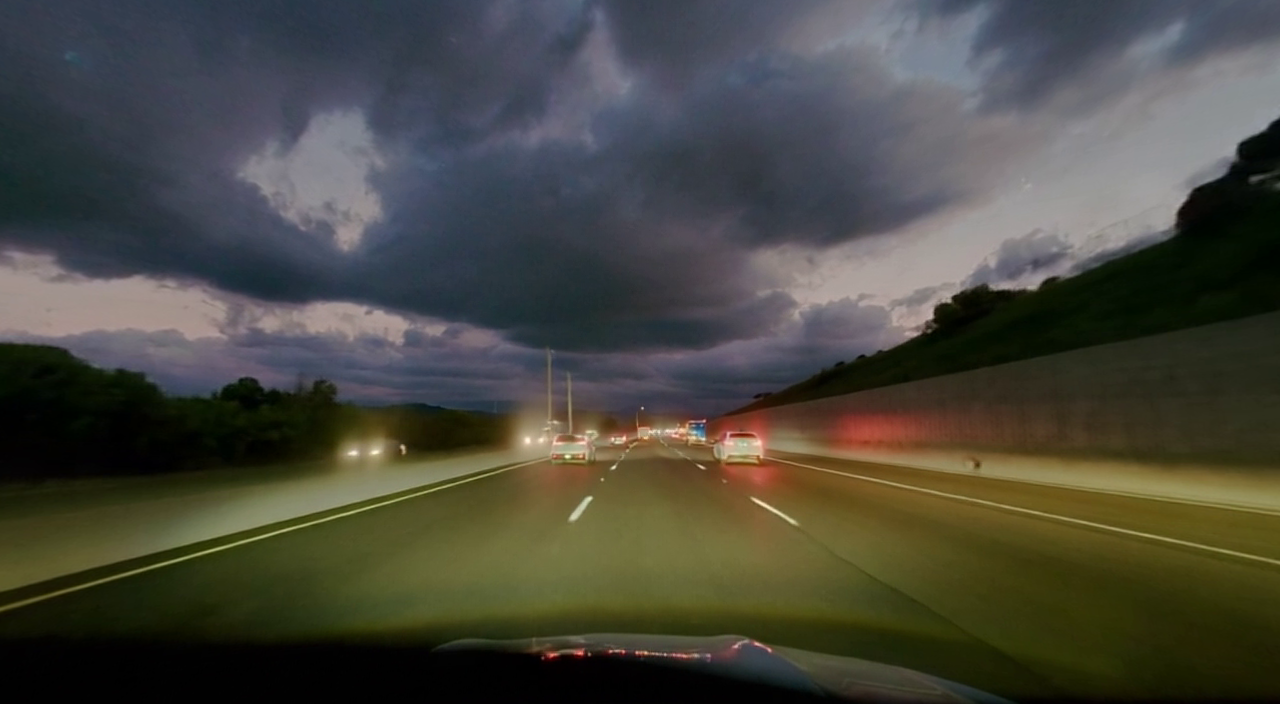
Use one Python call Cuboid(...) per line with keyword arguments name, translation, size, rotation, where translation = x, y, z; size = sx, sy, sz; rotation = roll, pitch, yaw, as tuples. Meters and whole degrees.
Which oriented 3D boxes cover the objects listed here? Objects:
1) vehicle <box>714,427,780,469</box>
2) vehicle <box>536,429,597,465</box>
Cuboid(name="vehicle", translation=(3.989, 3.629, 23.979), size=(1.806, 1.469, 3.681), rotation=(0, -8, -1))
Cuboid(name="vehicle", translation=(-3.219, 4.210, 28.304), size=(2.204, 1.486, 4.121), rotation=(0, -8, 1))
